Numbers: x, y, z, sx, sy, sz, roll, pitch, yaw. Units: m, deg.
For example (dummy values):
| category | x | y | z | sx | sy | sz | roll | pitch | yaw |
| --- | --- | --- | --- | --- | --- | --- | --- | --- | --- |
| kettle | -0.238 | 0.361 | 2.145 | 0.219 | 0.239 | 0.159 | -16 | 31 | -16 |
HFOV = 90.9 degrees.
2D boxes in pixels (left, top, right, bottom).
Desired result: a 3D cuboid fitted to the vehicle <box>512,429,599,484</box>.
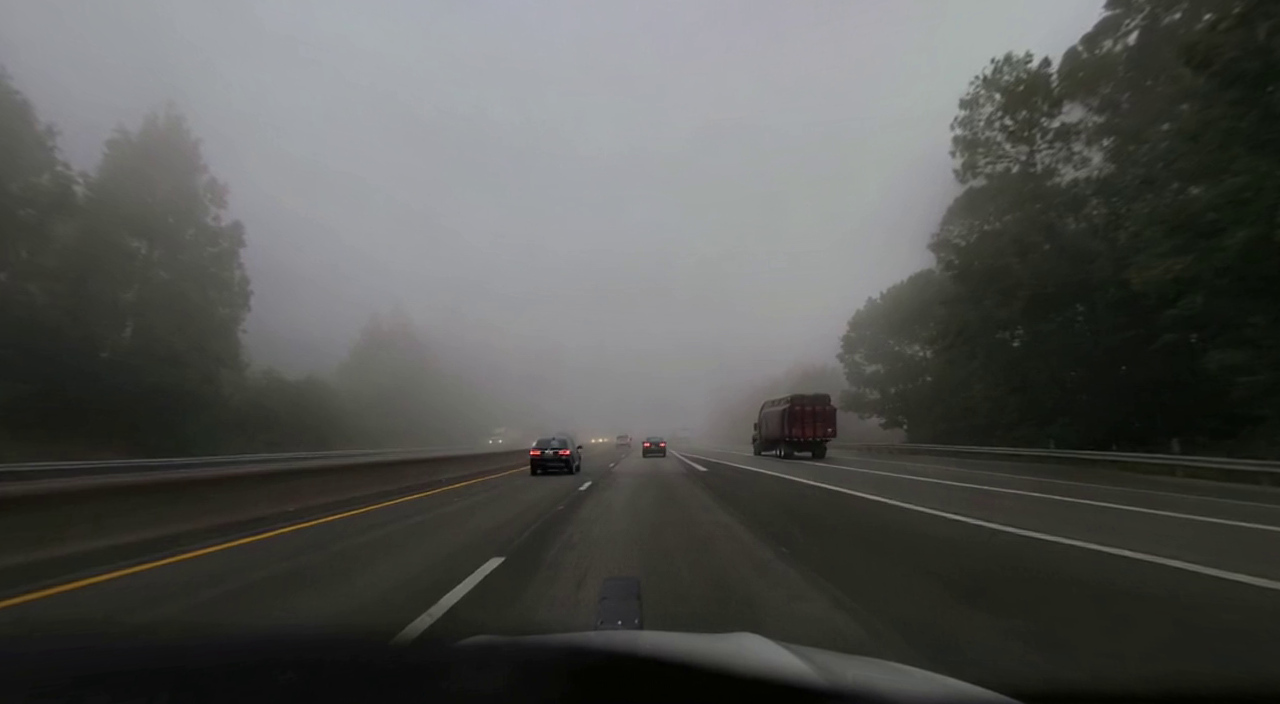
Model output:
| category | x | y | z | sx | sy | sz | roll | pitch | yaw |
| --- | --- | --- | --- | --- | --- | --- | --- | --- | --- |
| vehicle | -2.659 | 3.394 | 20.945 | 2.137 | 1.618 | 4.209 | 0 | -8 | 2 |

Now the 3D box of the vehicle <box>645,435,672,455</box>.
| category | x | y | z | sx | sy | sz | roll | pitch | yaw |
| --- | --- | --- | --- | --- | --- | --- | --- | --- | --- |
| vehicle | 1.422 | 7.250 | 49.333 | 2.004 | 1.465 | 3.842 | 0 | -8 | 1 |

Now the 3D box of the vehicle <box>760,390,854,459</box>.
| category | x | y | z | sx | sy | sz | roll | pitch | yaw |
| --- | --- | --- | --- | --- | --- | --- | --- | --- | --- |
| vehicle | 10.509 | 4.815 | 41.072 | 2.999 | 3.901 | 10.127 | 0 | -8 | -2 |
